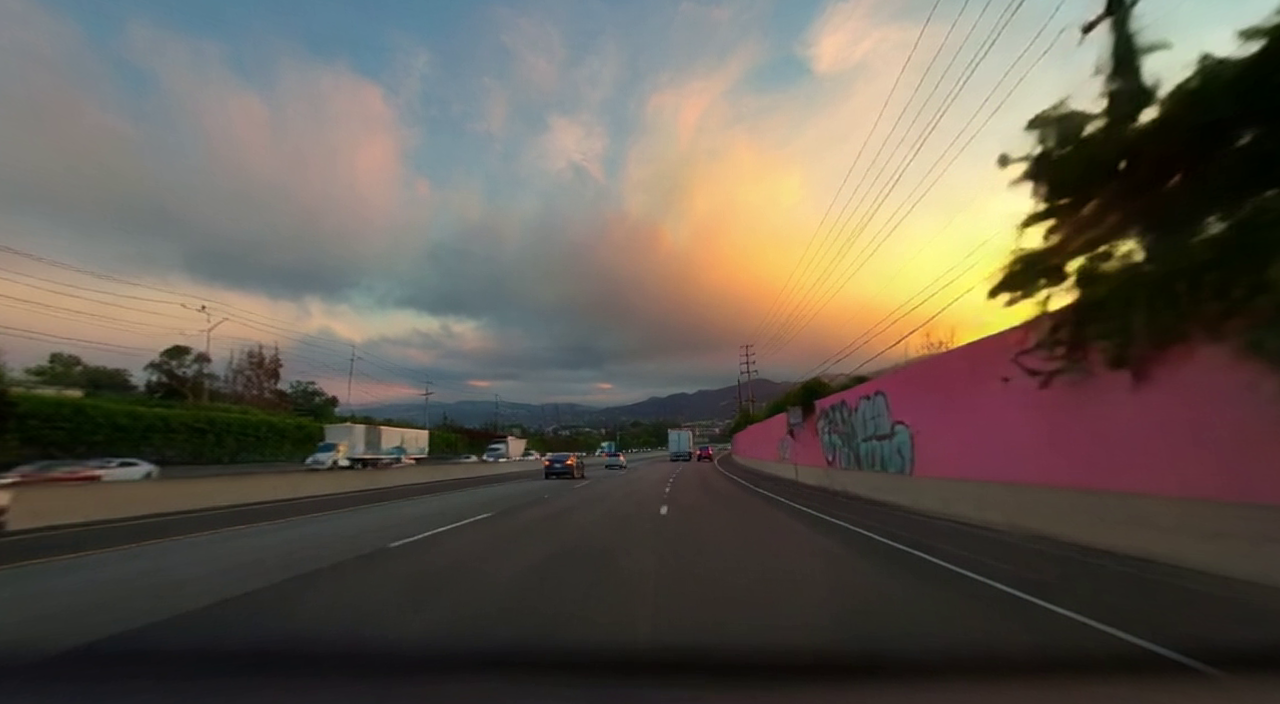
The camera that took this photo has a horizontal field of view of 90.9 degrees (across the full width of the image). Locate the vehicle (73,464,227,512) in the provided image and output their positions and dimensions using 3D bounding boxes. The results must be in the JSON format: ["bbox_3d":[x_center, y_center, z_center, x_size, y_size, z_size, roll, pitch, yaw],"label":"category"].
[{"bbox_3d":[-16.583,4.593,21.590,2.350,1.381,3.448,-1,-9,4],"label":"vehicle"}]

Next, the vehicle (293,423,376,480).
[{"bbox_3d":[-23.118,7.587,48.101,2.936,3.968,5.865,-1,-9,5],"label":"vehicle"}]

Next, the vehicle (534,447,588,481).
[{"bbox_3d":[-3.840,5.516,31.218,1.966,1.565,3.766,-1,-9,4],"label":"vehicle"}]
